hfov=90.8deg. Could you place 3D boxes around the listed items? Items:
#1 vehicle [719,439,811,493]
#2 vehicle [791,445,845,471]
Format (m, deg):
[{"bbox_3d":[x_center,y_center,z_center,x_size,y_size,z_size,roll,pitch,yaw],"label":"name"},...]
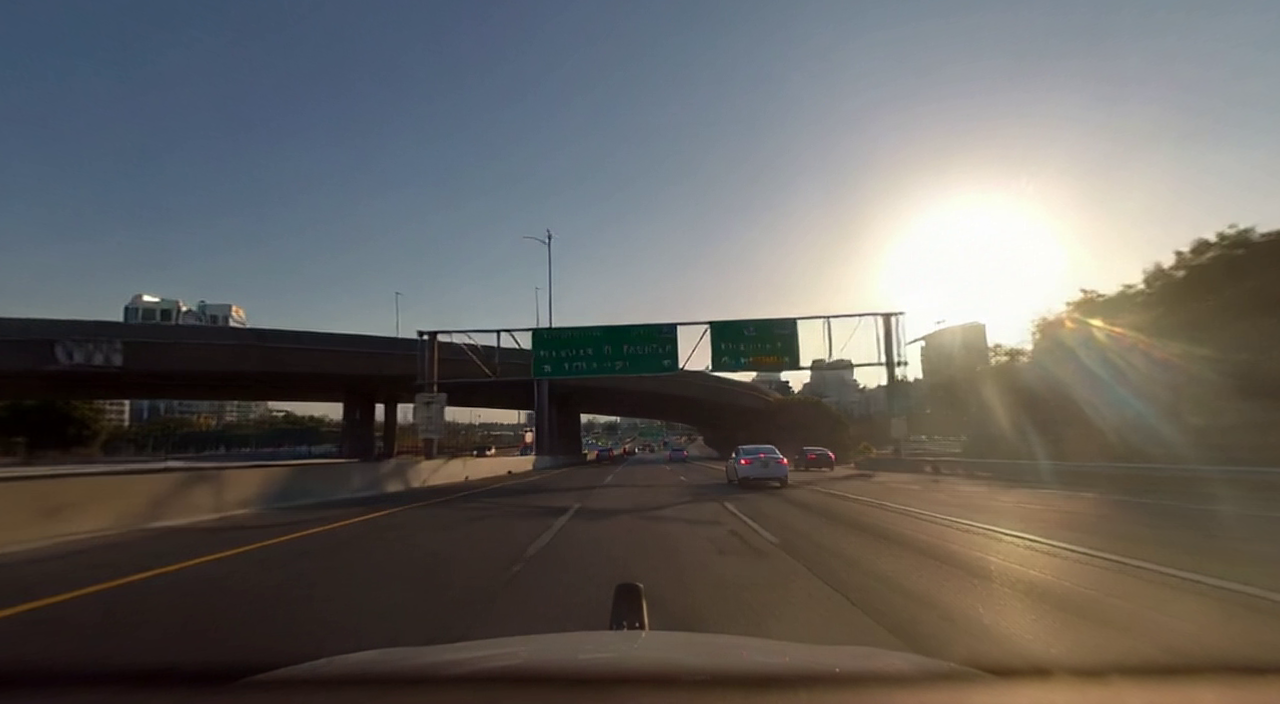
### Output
[{"bbox_3d":[3.812,3.549,20.000,1.961,1.504,4.094,0,-8,-1],"label":"vehicle"},{"bbox_3d":[11.045,6.583,39.427,2.019,1.529,4.385,0,-8,-1],"label":"vehicle"}]
